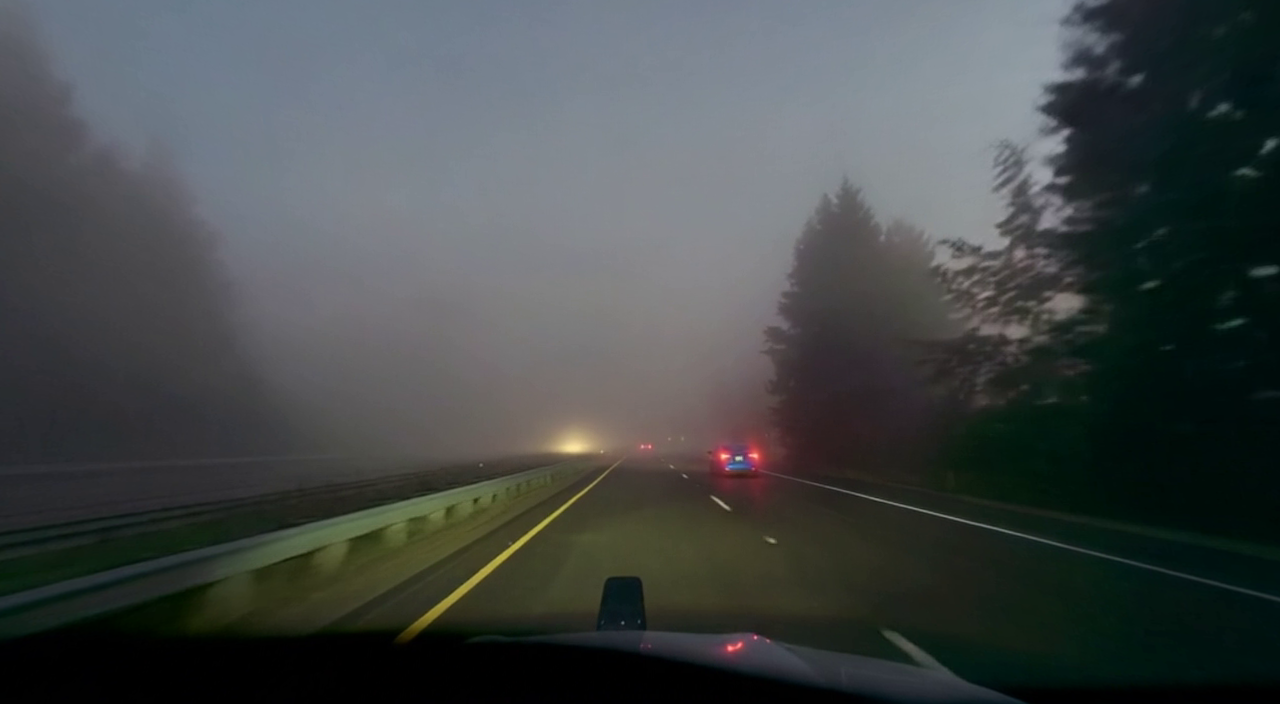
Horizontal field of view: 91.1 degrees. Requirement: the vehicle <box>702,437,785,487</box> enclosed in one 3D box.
[{"bbox_3d":[3.440,3.739,21.702,2.079,1.531,3.997,0,-8,-1],"label":"vehicle"}]
